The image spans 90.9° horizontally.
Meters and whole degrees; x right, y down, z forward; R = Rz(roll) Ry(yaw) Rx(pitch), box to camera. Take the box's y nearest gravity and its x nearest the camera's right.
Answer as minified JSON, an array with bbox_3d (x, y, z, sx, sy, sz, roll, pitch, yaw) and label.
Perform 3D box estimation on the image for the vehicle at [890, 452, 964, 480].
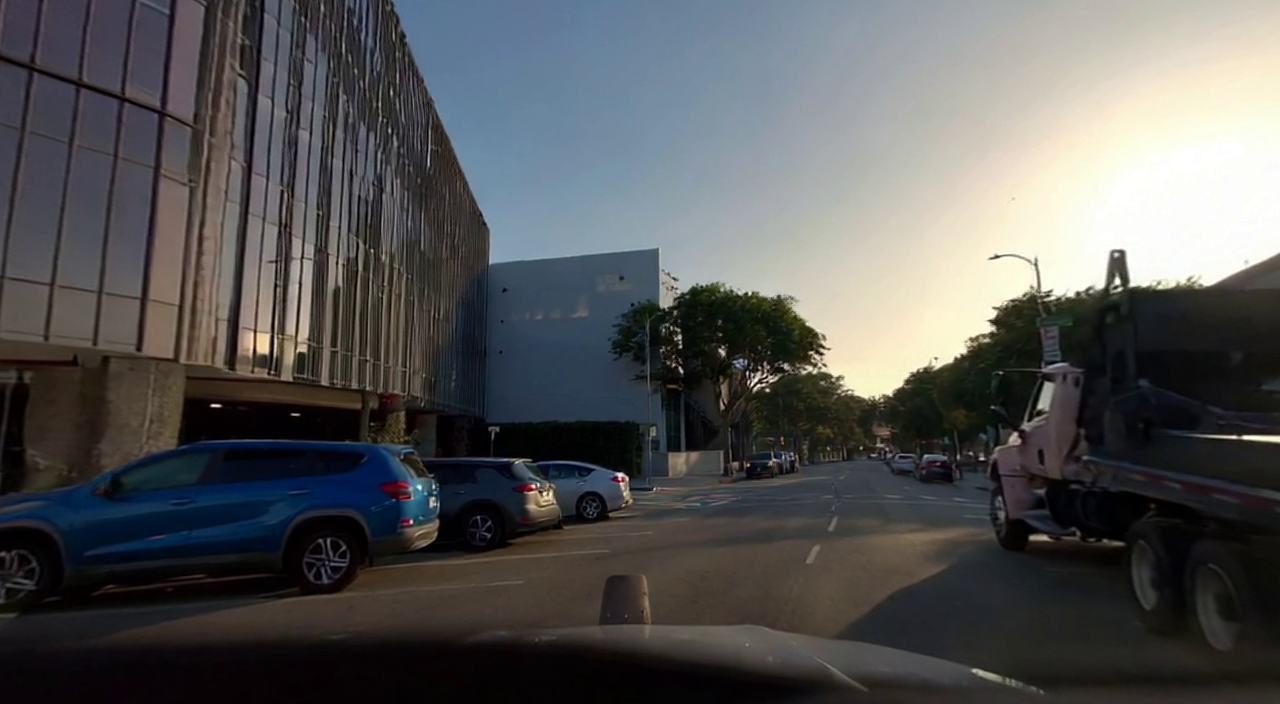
[{"bbox_3d":[17.921,7.090,39.305,4.118,1.635,1.805,4,-9,-23],"label":"vehicle"}]

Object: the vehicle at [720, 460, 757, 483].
[{"bbox_3d":[7.267,8.723,46.102,1.798,1.459,4.306,-3,-9,20],"label":"vehicle"}]

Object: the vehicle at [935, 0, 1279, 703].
[{"bbox_3d":[5.658,0.461,7.238,3.320,4.034,11.553,-3,-9,22],"label":"vehicle"}]

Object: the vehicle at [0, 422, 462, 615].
[{"bbox_3d":[-5.043,1.901,8.008,5.022,1.872,2.137,4,-9,-24],"label":"vehicle"}]
